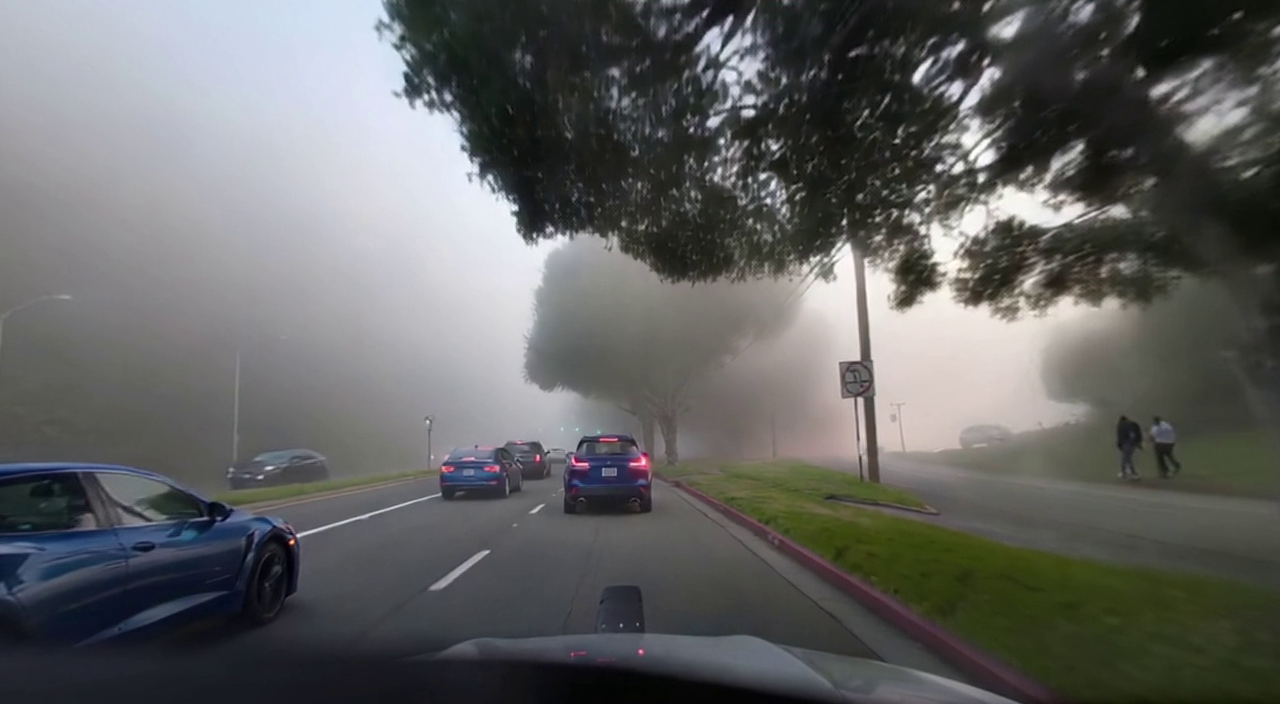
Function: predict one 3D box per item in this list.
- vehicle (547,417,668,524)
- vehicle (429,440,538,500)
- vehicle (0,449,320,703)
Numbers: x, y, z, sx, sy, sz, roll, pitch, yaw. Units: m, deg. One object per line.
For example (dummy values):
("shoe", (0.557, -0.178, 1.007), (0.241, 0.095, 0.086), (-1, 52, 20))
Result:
("vehicle", (-0.596, 2.272, 12.605), (2.012, 1.769, 3.897), (0, -8, -2))
("vehicle", (-4.317, 3.325, 18.273), (2.087, 1.485, 4.452), (0, -8, -1))
("vehicle", (-3.754, 1.188, 3.301), (1.865, 1.314, 4.461), (0, -8, 0))
